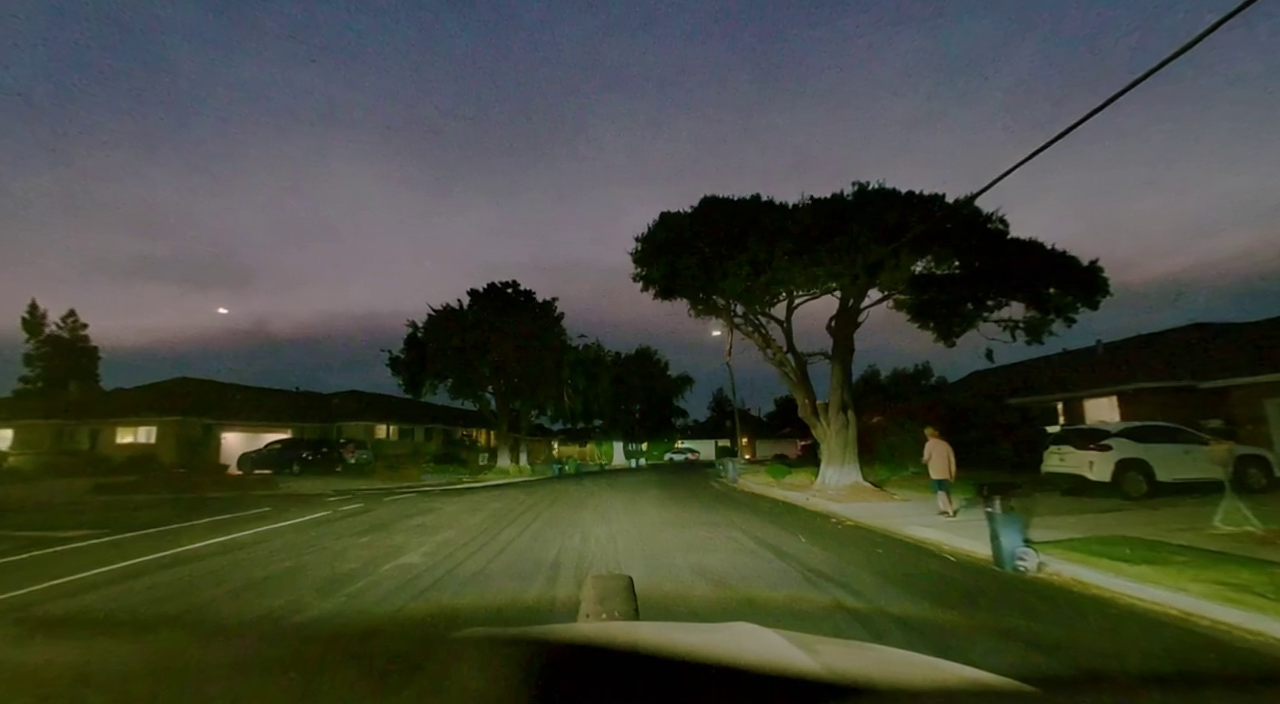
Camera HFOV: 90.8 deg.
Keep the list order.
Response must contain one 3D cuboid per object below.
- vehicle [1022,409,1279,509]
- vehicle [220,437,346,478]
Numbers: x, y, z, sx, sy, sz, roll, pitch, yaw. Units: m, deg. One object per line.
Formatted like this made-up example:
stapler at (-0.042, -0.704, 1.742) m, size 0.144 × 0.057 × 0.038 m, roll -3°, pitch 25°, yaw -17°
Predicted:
vehicle at (11.552, 2.337, 13.975) m, size 4.792 × 2.029 × 2.005 m, roll 0°, pitch -9°, yaw 1°
vehicle at (-16.718, 4.961, 29.808) m, size 4.581 × 1.811 × 2.145 m, roll 0°, pitch -9°, yaw -2°
